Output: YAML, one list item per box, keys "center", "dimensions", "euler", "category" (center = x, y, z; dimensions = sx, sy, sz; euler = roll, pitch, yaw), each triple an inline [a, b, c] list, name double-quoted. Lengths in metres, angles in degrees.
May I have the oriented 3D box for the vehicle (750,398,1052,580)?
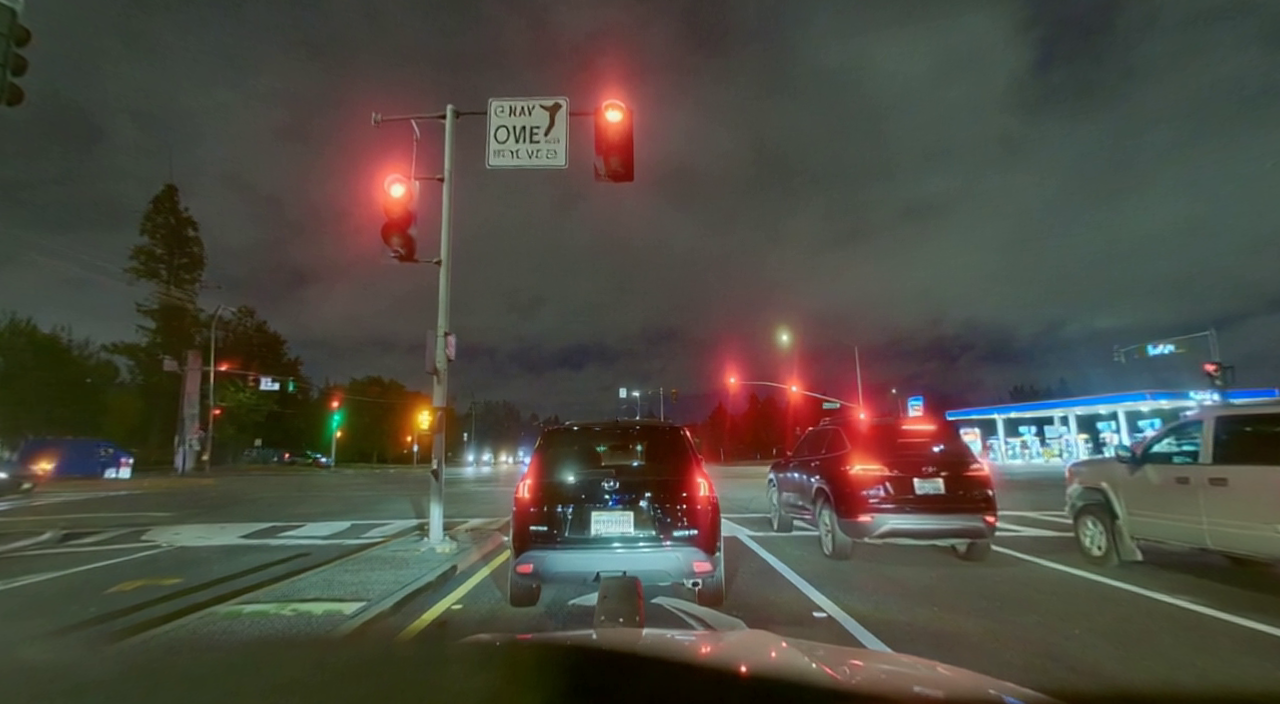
- center: [2.986, 1.681, 8.545]
  dimensions: [2.060, 1.783, 4.411]
  euler: [0, -9, -2]
  category: "vehicle"

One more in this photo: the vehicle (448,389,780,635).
- center: [-0.193, 1.481, 6.879]
  dimensions: [2.351, 1.733, 4.616]
  euler: [0, -9, 0]
  category: "vehicle"

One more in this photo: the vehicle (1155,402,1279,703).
- center: [3.073, 0.621, 0.205]
  dimensions: [1.965, 1.460, 4.581]
  euler: [0, -9, 1]
  category: "vehicle"

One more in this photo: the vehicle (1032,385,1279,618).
- center: [6.132, 1.348, 6.035]
  dimensions: [1.901, 1.870, 4.393]
  euler: [0, -9, 0]
  category: "vehicle"

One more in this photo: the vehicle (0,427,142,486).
- center: [-28.967, 5.150, 31.219]
  dimensions: [6.772, 2.769, 2.305]
  euler: [-1, -9, 3]
  category: "vehicle"
